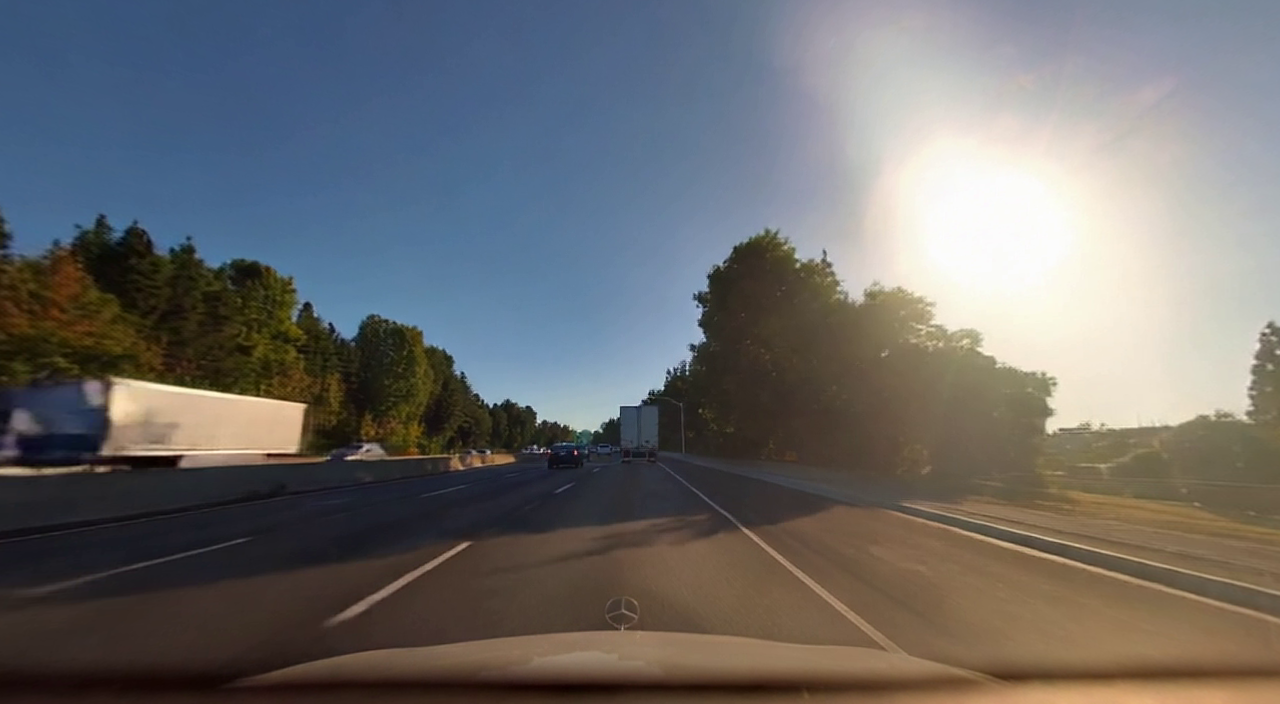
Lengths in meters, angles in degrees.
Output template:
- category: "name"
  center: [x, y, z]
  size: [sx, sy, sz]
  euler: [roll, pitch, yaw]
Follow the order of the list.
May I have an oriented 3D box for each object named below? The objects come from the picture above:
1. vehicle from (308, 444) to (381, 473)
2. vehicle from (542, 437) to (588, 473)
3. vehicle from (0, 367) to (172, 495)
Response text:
- category: "vehicle"
  center: [-17.332, 6.251, 37.323]
  size: [2.001, 1.570, 4.727]
  euler: [0, -9, 0]
- category: "vehicle"
  center: [-4.296, 5.969, 36.746]
  size: [2.139, 1.925, 4.312]
  euler: [0, -9, 0]
- category: "vehicle"
  center: [-20.738, 2.897, 22.743]
  size: [3.033, 3.995, 5.883]
  euler: [0, -9, -1]
